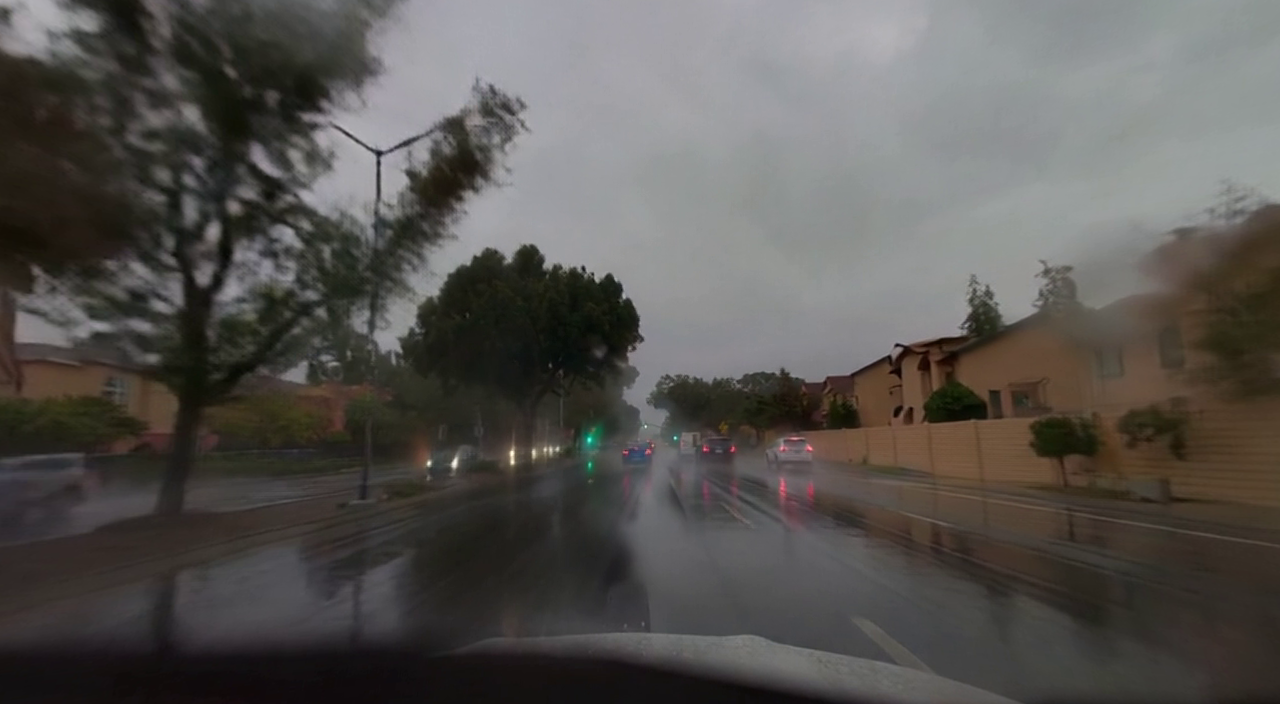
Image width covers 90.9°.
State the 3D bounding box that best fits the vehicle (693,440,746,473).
[{"bbox_3d":[3.893,5.200,31.564,2.067,1.514,4.188,0,-8,0],"label":"vehicle"}]

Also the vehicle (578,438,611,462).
[{"bbox_3d":[-3.316,7.220,46.456,2.031,1.705,4.325,0,-8,1],"label":"vehicle"}]

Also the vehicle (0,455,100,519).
[{"bbox_3d":[-17.448,3.563,16.613,1.928,1.570,5.093,0,-8,0],"label":"vehicle"}]

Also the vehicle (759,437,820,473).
[{"bbox_3d":[7.497,5.205,32.035,1.972,1.700,4.269,0,-8,0],"label":"vehicle"}]

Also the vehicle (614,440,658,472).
[{"bbox_3d":[-0.166,5.272,32.177,2.102,1.481,3.907,0,-8,1],"label":"vehicle"}]

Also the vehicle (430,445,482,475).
[{"bbox_3d":[-10.265,6.000,35.371,1.728,1.560,3.779,0,-8,1],"label":"vehicle"}]
